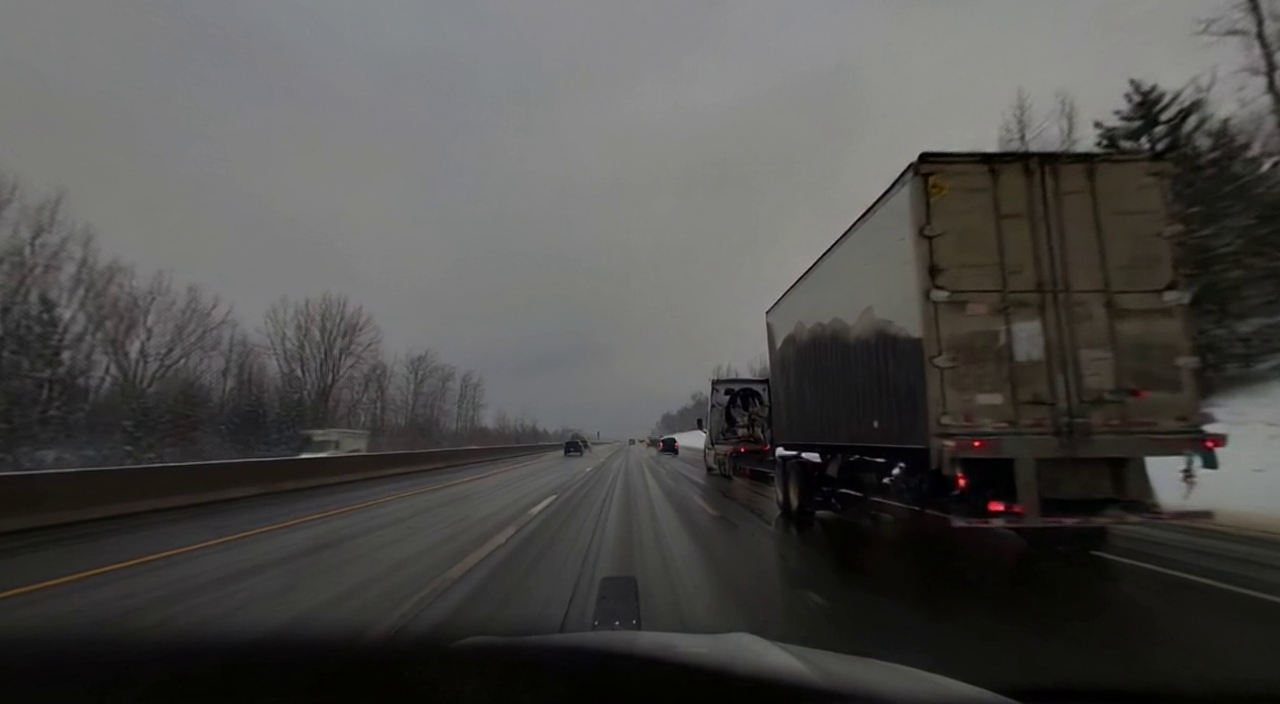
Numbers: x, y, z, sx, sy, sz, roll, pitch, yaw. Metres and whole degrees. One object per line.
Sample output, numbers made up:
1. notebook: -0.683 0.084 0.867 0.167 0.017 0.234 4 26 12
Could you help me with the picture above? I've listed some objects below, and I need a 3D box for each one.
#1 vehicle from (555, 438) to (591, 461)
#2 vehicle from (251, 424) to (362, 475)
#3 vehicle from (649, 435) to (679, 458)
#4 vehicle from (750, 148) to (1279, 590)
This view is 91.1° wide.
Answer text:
1. vehicle: -4.436 6.529 42.317 2.017 1.484 4.088 0 -8 -1
2. vehicle: -16.672 4.879 31.922 2.403 2.328 5.838 0 -8 0
3. vehicle: 1.862 7.418 49.656 2.124 1.696 4.173 0 -8 -1
4. vehicle: 4.024 0.642 9.939 2.906 3.999 8.621 0 -8 -1
